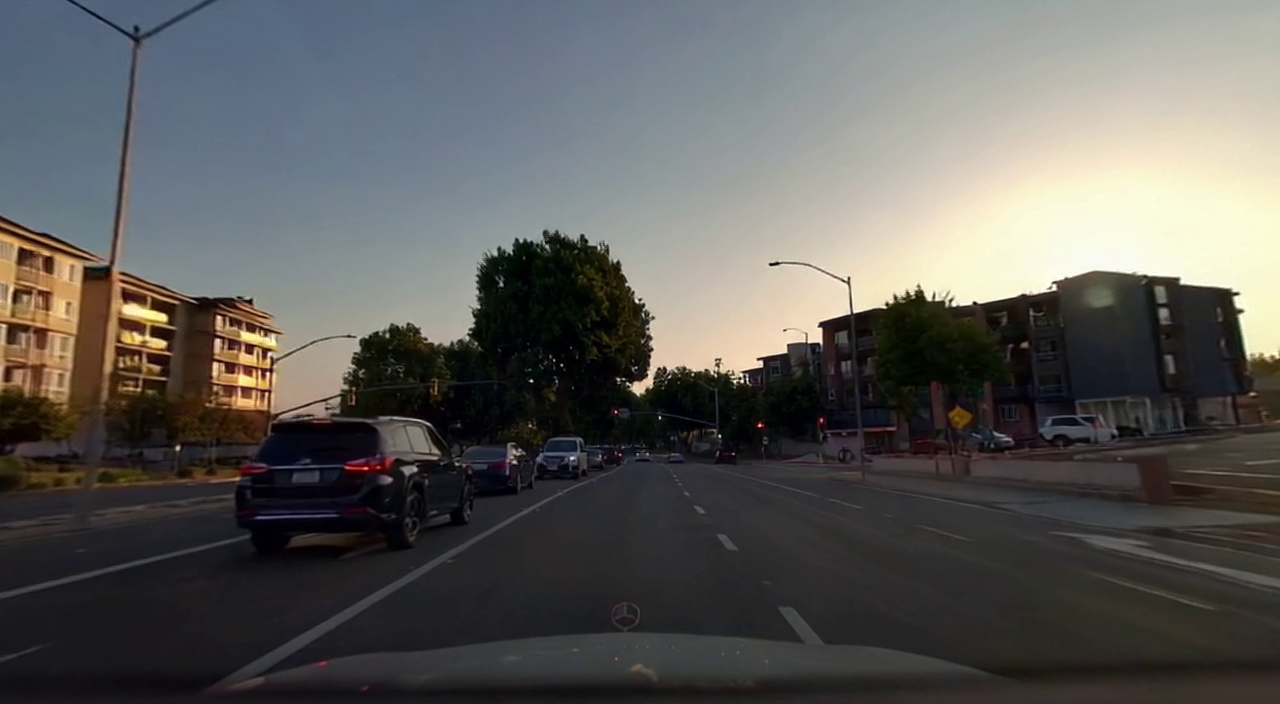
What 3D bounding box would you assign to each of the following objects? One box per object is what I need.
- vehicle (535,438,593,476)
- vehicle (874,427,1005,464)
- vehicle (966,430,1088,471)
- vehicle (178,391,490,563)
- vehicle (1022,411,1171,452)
[{"bbox_3d":[-3.555,5.044,30.508,2.180,1.699,4.485,0,-9,1],"label":"vehicle"},{"bbox_3d":[15.482,4.868,32.923,5.618,1.857,2.296,0,-9,-2],"label":"vehicle"},{"bbox_3d":[14.681,3.784,24.338,1.865,1.425,4.439,0,-9,0],"label":"vehicle"},{"bbox_3d":[-3.980,1.754,9.532,2.220,1.888,4.904,0,-9,0],"label":"vehicle"},{"bbox_3d":[23.050,4.080,32.106,5.656,1.985,2.187,-1,-9,3],"label":"vehicle"}]
